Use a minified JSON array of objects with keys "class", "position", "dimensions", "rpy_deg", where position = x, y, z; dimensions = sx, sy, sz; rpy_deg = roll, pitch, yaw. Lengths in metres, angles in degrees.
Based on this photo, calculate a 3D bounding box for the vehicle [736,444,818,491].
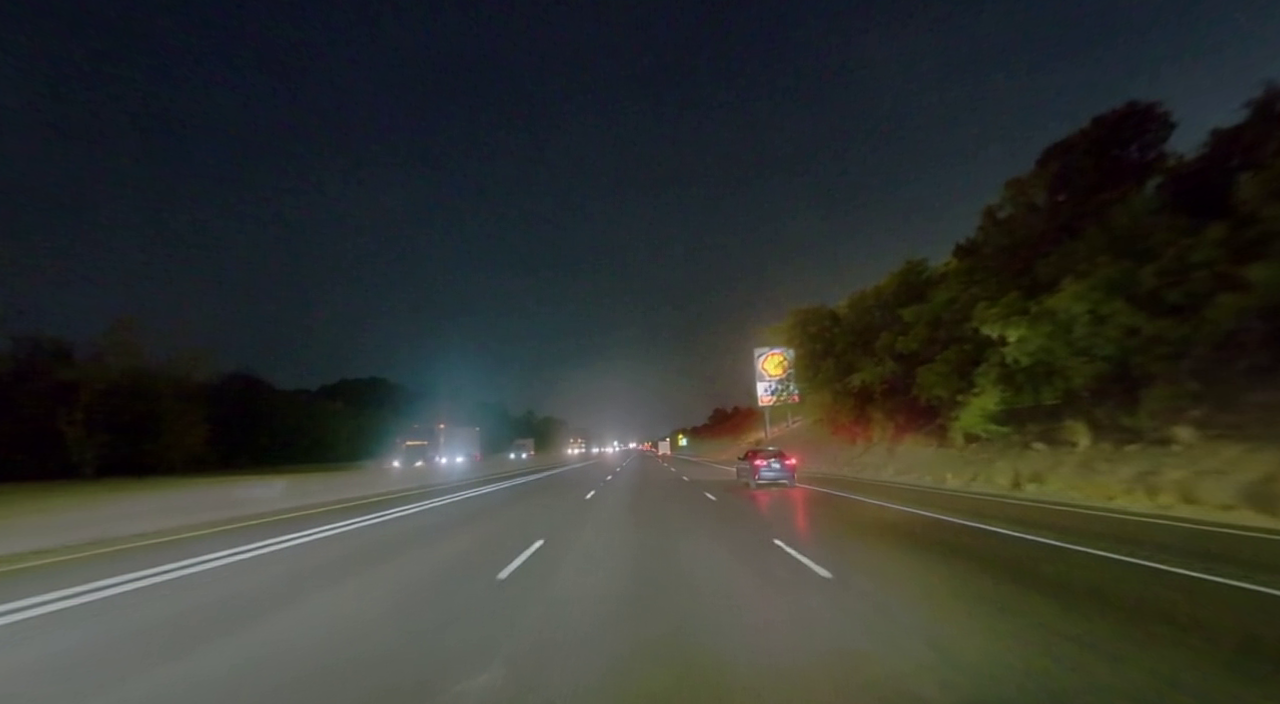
[{"class":"vehicle","position":[4.719,4.023,22.307],"dimensions":[1.967,1.472,3.751],"rpy_deg":[0,-9,-2]}]
